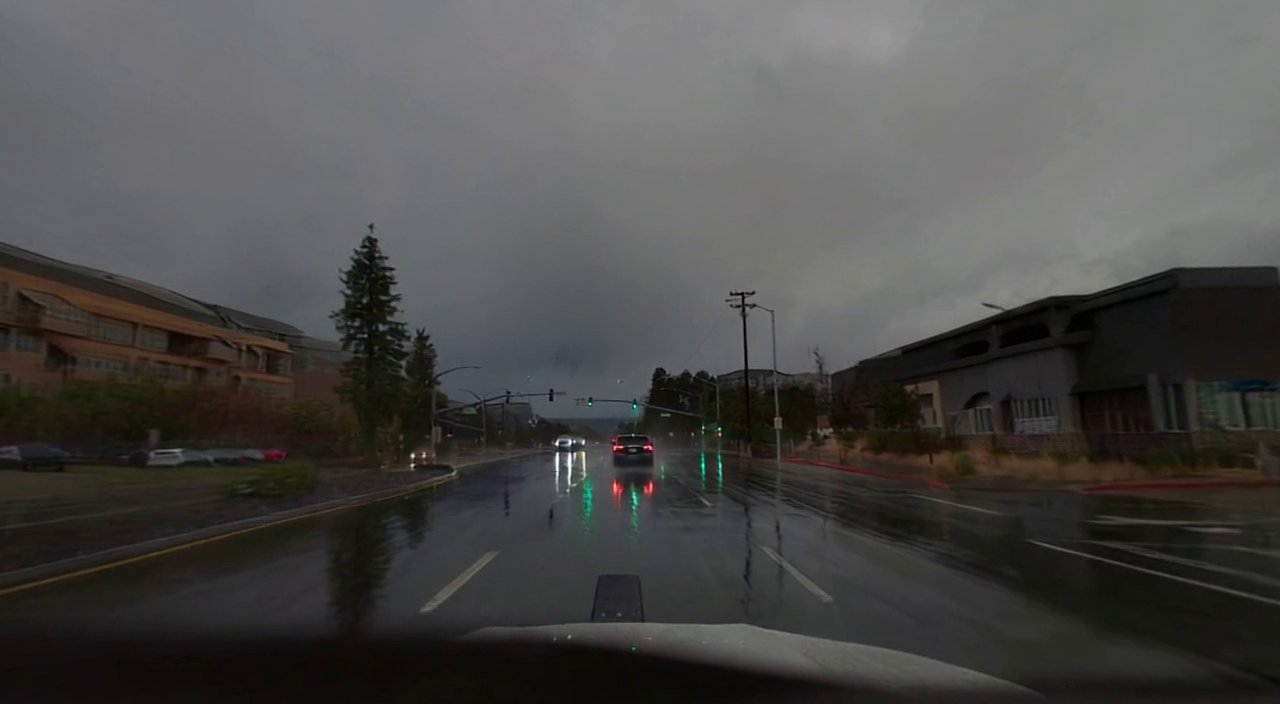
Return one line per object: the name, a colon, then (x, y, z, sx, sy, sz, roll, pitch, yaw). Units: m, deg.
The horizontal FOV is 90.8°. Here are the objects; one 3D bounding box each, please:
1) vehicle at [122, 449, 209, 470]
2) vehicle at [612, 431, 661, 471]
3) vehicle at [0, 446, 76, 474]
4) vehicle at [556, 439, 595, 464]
vehicle: (-34.320, 7.809, 45.797, 4.608, 1.435, 2.076, 0, -8, -1)
vehicle: (-0.207, 4.813, 30.763, 2.188, 1.782, 3.982, 0, -8, -1)
vehicle: (-39.195, 6.991, 41.302, 2.271, 1.687, 4.754, 4, -9, -28)
vehicle: (-4.026, 6.289, 40.115, 2.075, 1.474, 4.367, 0, -8, 0)
